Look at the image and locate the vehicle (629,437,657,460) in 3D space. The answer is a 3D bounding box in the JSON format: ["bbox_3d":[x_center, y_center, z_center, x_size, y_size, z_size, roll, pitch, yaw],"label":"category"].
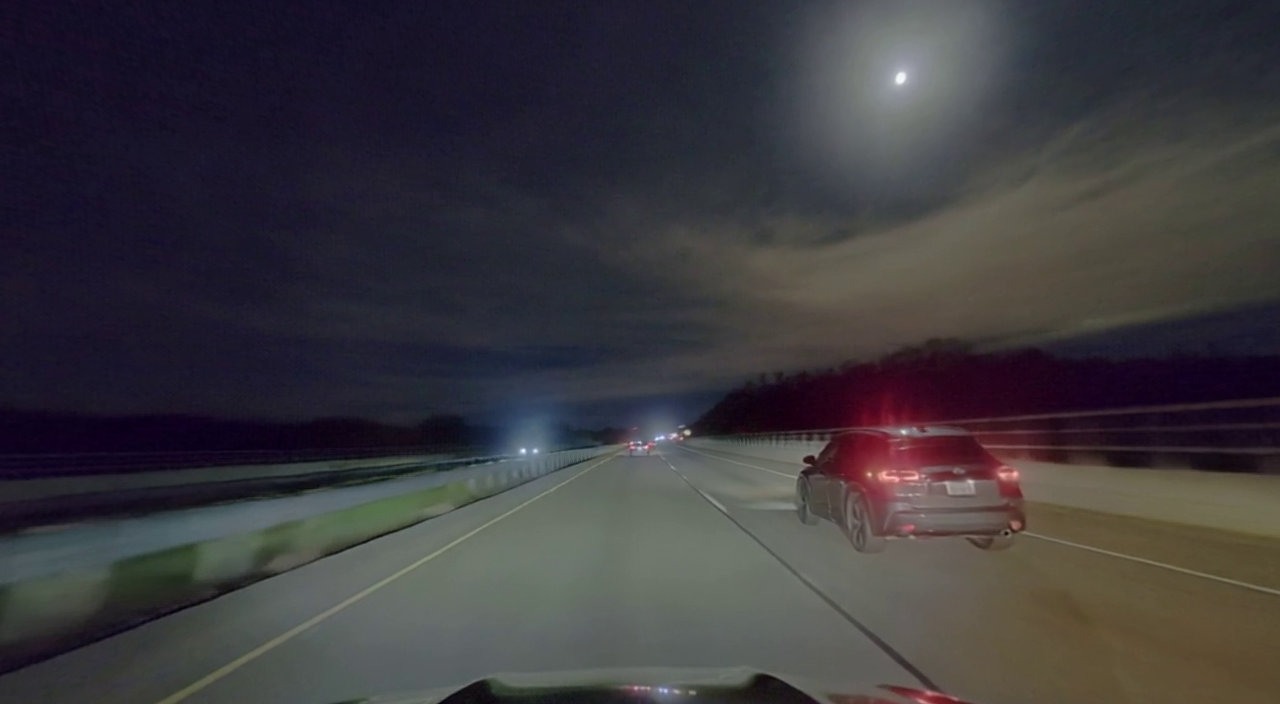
[{"bbox_3d":[0.213,7.418,48.487,2.059,1.696,4.165,0,-8,-1],"label":"vehicle"}]
